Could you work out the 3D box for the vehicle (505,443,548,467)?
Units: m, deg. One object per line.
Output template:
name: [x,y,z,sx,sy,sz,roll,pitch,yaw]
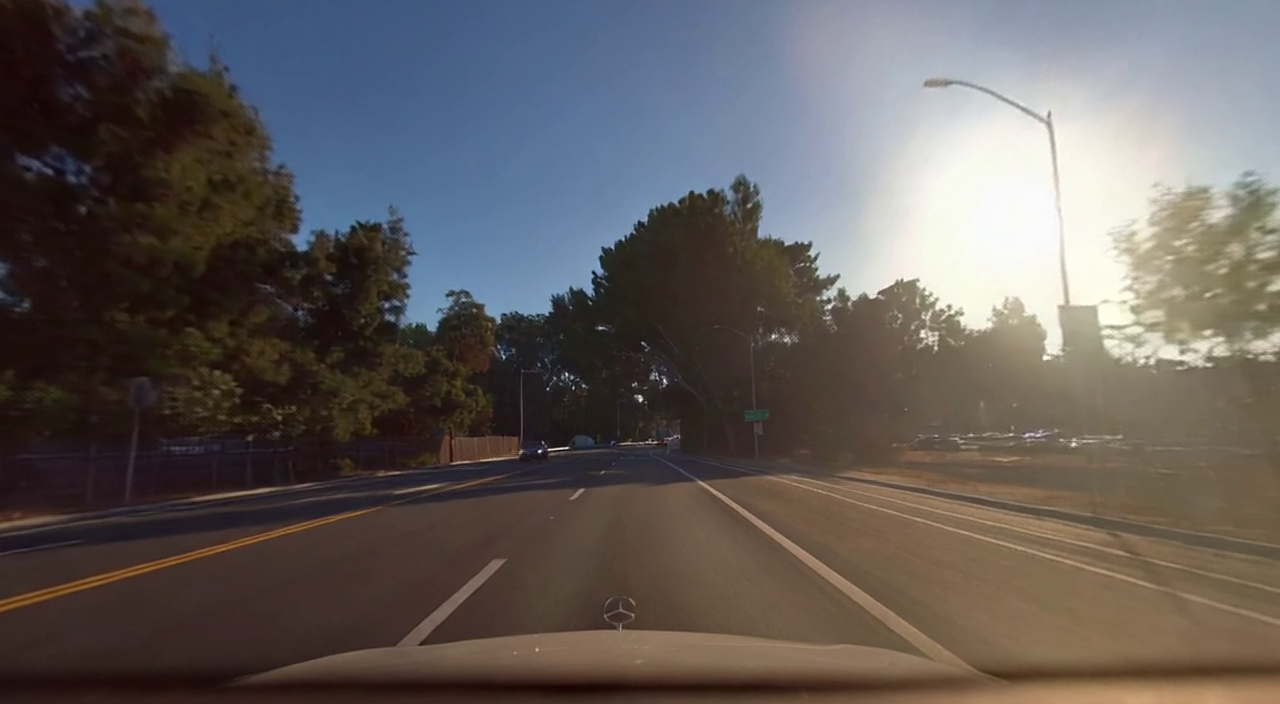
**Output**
vehicle: [-7.689,7.010,43.248,2.055,1.478,4.843,0,-8,0]
